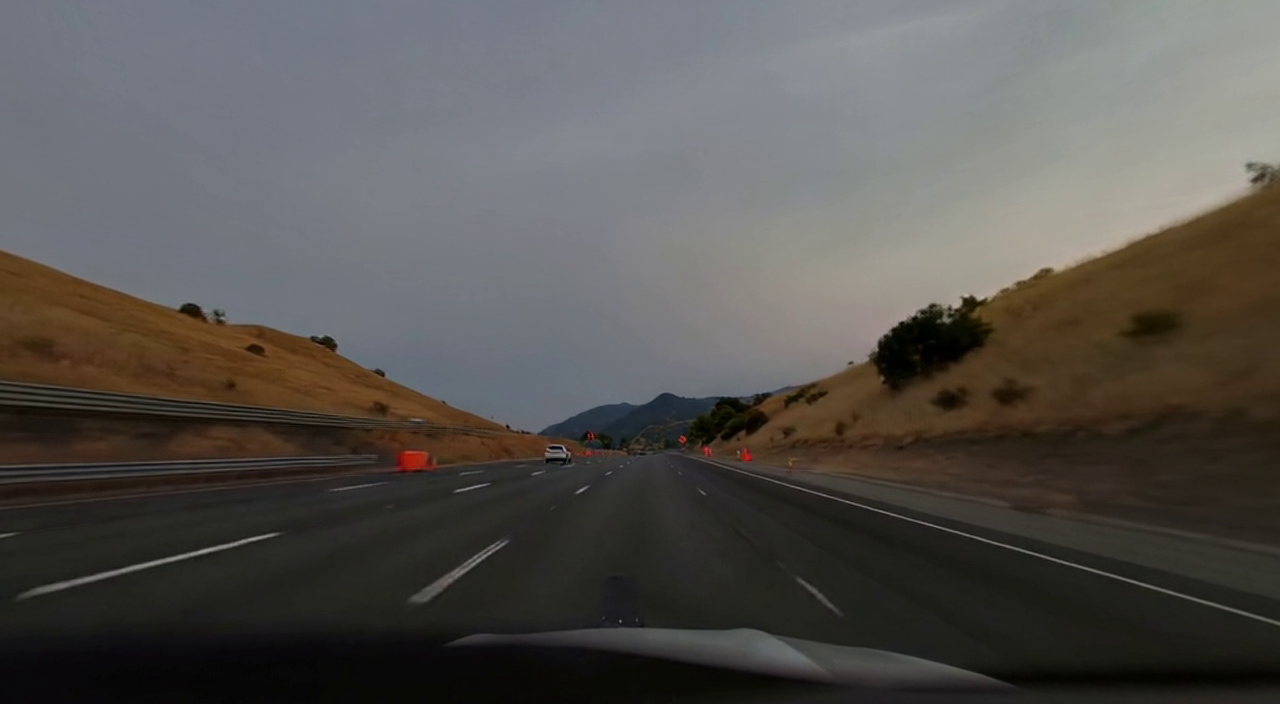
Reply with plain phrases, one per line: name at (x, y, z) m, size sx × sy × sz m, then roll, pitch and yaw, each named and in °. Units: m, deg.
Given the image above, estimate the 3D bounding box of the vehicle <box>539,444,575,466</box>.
vehicle at (-6.169, 7.697, 47.165) m, size 2.042 × 1.585 × 4.162 m, roll 0°, pitch -9°, yaw 1°
